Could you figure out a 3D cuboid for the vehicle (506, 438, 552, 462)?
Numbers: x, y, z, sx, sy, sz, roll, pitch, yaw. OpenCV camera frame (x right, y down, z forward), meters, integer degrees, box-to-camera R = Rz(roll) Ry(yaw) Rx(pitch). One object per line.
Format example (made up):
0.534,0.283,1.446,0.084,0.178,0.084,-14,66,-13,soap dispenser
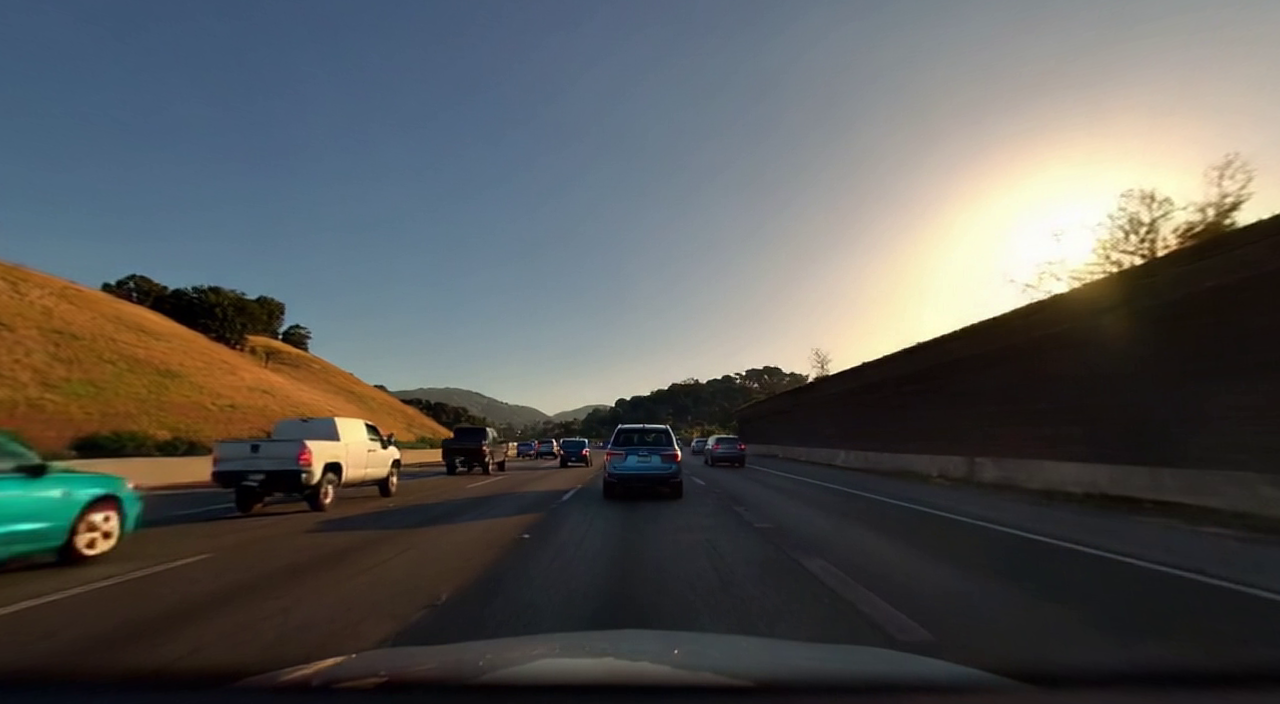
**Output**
-6.918,6.185,39.870,1.957,1.467,4.640,0,-9,1,vehicle

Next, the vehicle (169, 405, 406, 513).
-7.346,2.320,14.028,2.230,1.928,5.112,0,-9,1,vehicle

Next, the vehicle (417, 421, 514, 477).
-6.737,3.854,25.064,2.294,1.982,5.040,0,-9,1,vehicle

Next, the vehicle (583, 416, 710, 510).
0.133,2.466,14.387,2.447,1.804,4.273,0,-9,0,vehicle

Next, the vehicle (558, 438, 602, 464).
-3.427,5.781,36.934,2.108,1.442,4.143,0,-9,1,vehicle

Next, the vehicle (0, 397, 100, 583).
-6.969,1.098,4.609,2.024,1.706,4.462,0,-9,1,vehicle

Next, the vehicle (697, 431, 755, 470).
4.138,4.815,30.961,2.092,1.723,4.629,0,-9,-1,vehicle
